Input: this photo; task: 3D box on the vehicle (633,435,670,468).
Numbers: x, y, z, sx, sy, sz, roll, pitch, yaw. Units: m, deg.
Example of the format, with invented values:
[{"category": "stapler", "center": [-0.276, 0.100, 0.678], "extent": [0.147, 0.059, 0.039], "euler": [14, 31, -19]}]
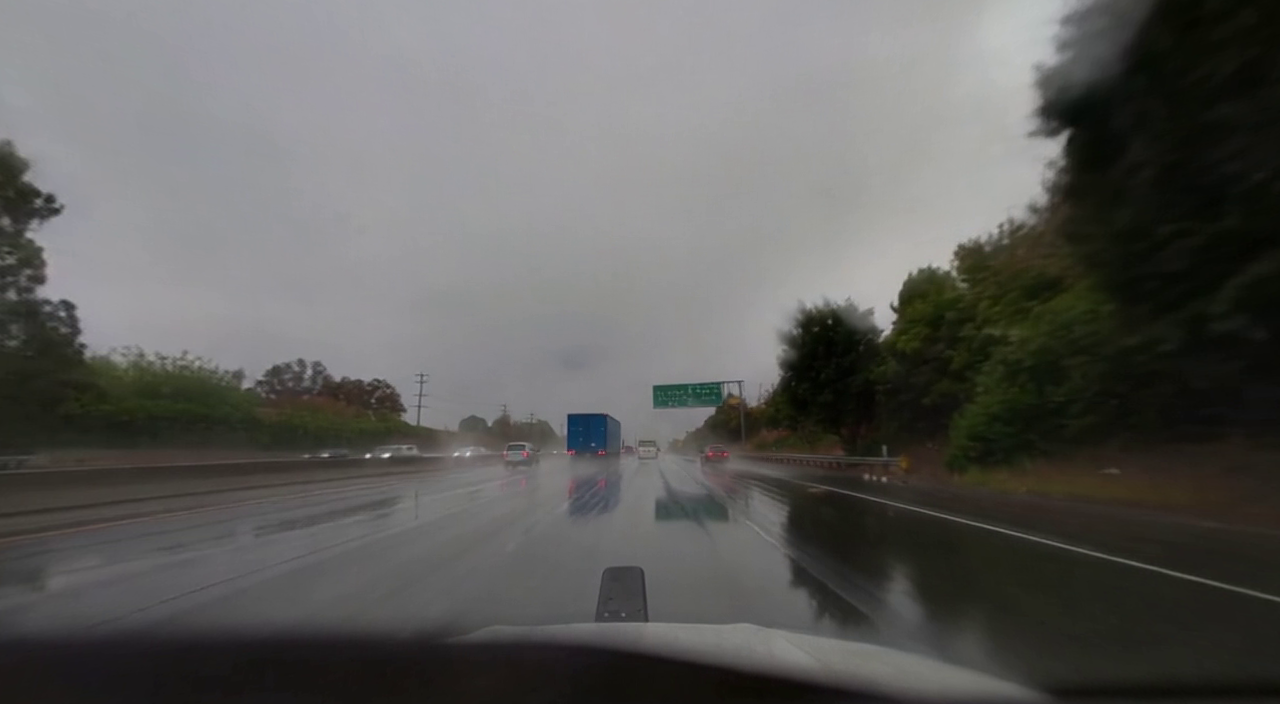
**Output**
[{"category": "vehicle", "center": [0.769, 6.676, 42.448], "extent": [2.309, 2.023, 5.130], "euler": [0, -8, 0]}]

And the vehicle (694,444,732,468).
[{"category": "vehicle", "center": [4.838, 6.931, 42.293], "extent": [1.993, 1.474, 4.230], "euler": [0, -8, -1]}]

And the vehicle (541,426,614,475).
[{"category": "vehicle", "center": [-3.385, 6.012, 38.997], "extent": [2.854, 2.379, 16.653], "euler": [0, -8, 0]}]

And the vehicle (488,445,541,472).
[{"category": "vehicle", "center": [-7.095, 6.068, 36.182], "extent": [1.965, 1.437, 4.592], "euler": [0, -8, 2]}]
